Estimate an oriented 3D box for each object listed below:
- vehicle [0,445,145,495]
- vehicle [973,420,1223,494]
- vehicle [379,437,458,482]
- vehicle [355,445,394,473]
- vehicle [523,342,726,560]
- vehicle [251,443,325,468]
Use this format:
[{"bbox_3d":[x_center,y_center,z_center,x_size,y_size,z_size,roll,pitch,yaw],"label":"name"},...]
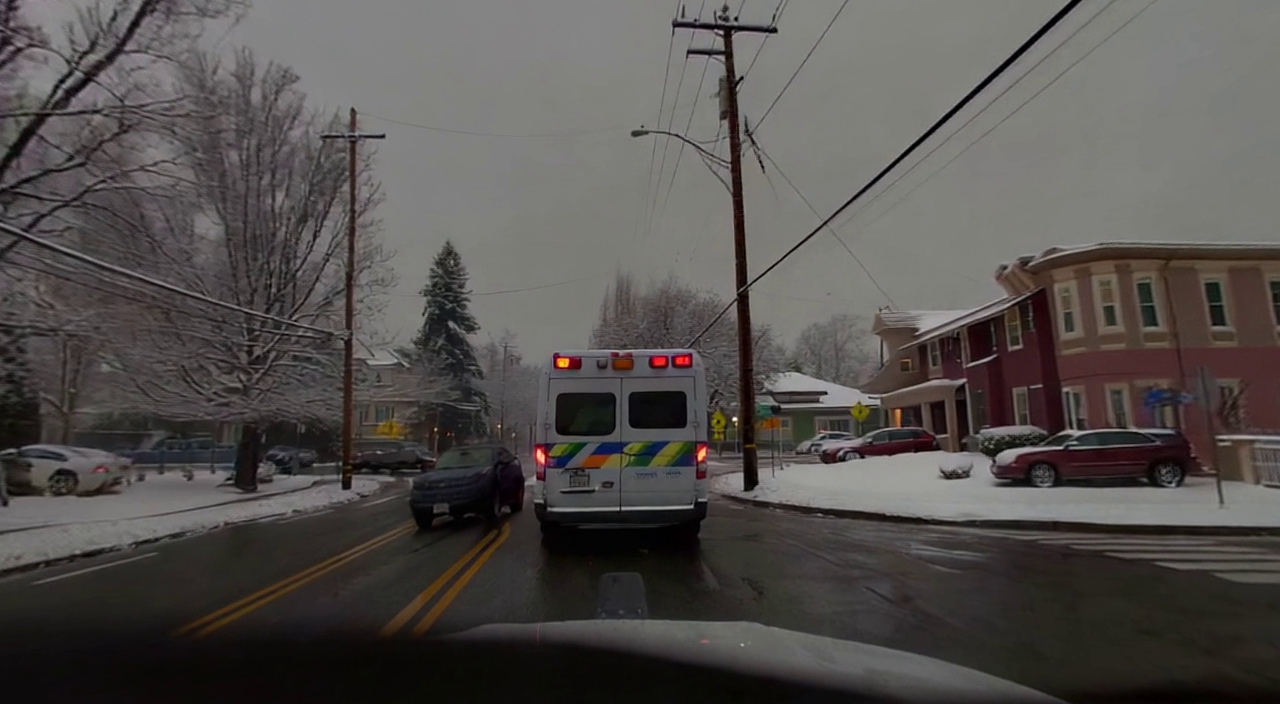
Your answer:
[{"bbox_3d":[-18.950,3.755,20.284,4.412,1.468,1.914,0,-8,-3],"label":"vehicle"},{"bbox_3d":[13.029,3.042,18.450,5.270,1.966,2.329,-2,-9,11],"label":"vehicle"},{"bbox_3d":[-9.977,4.745,28.225,2.290,1.776,4.947,5,-10,-31],"label":"vehicle"},{"bbox_3d":[-15.267,6.084,36.226,1.855,1.511,4.167,4,-9,-25],"label":"vehicle"},{"bbox_3d":[-0.203,1.586,10.492,2.444,2.640,5.482,0,-8,0],"label":"vehicle"},{"bbox_3d":[-26.099,7.656,47.009,4.616,1.738,1.974,4,-9,-25],"label":"vehicle"}]
